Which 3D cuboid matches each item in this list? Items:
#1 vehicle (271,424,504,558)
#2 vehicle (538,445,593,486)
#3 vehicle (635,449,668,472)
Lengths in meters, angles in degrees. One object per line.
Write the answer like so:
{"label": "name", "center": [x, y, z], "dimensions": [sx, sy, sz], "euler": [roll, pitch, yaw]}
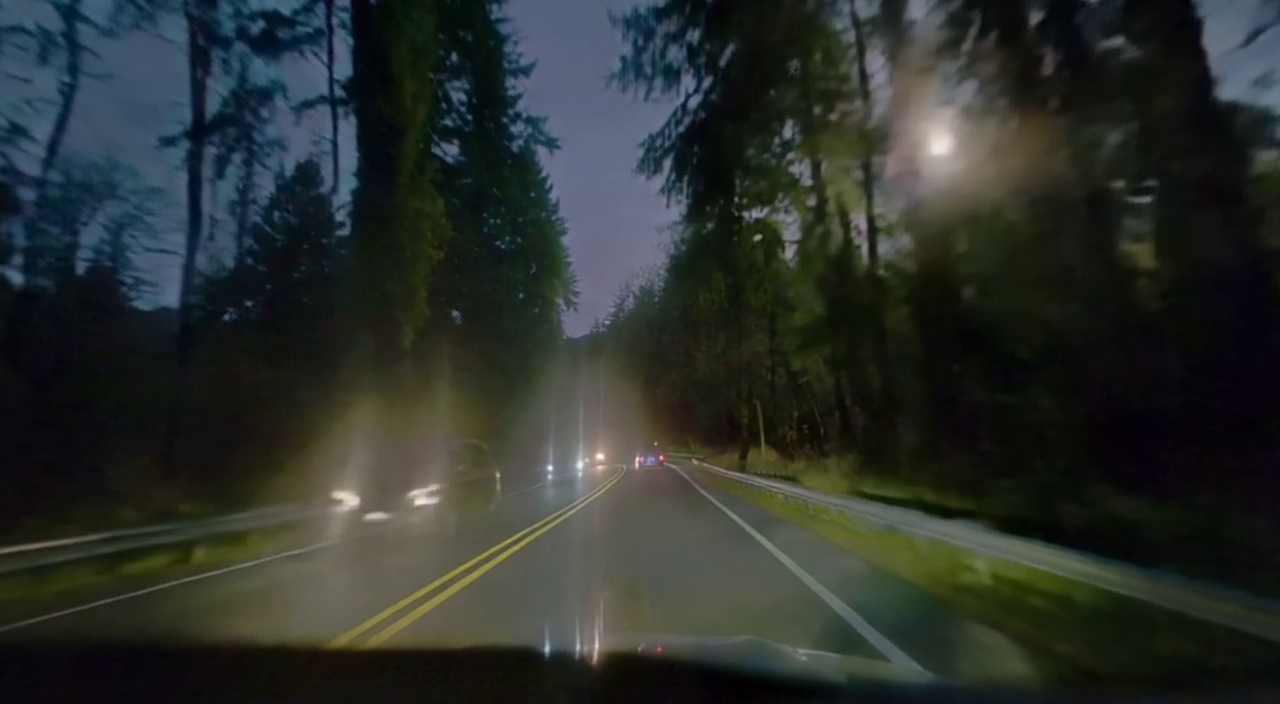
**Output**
{"label": "vehicle", "center": [-4.075, 2.314, 11.297], "dimensions": [2.170, 1.872, 4.643], "euler": [0, -9, 1]}
{"label": "vehicle", "center": [-3.576, 5.559, 31.385], "dimensions": [2.066, 1.827, 5.178], "euler": [0, -9, 0]}
{"label": "vehicle", "center": [0.720, 7.513, 43.745], "dimensions": [2.120, 1.491, 4.349], "euler": [0, -9, -1]}
